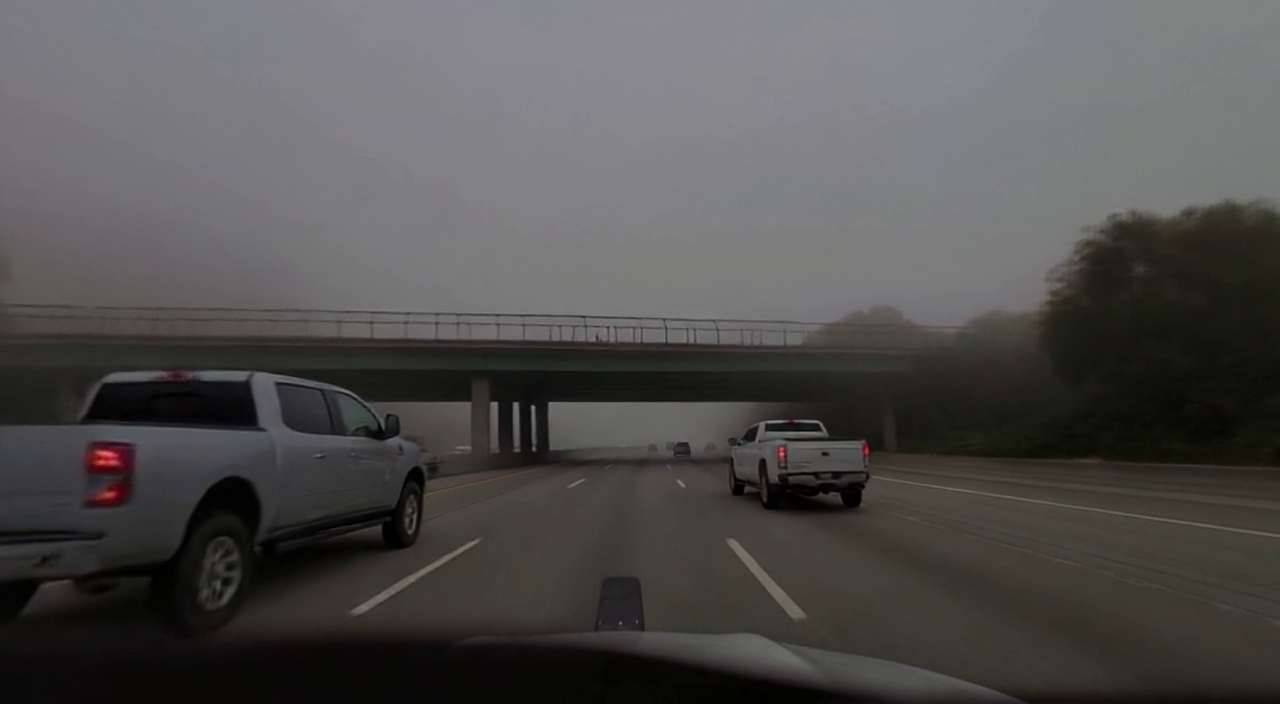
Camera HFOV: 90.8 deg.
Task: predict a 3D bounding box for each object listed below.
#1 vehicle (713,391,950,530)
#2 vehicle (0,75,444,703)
[{"bbox_3d":[3.201,2.050,12.428,2.693,2.044,5.882,0,-9,-1],"label":"vehicle"},{"bbox_3d":[-3.606,0.653,4.631,2.369,2.682,6.088,0,-9,0],"label":"vehicle"}]
